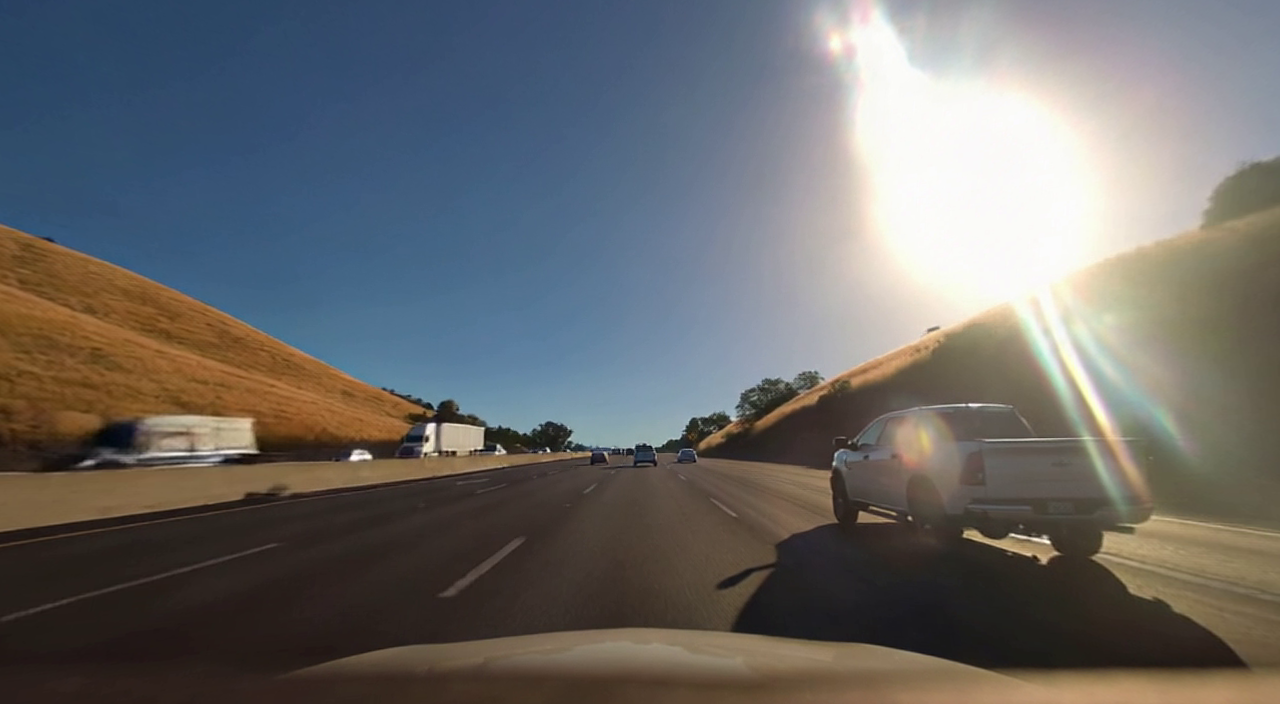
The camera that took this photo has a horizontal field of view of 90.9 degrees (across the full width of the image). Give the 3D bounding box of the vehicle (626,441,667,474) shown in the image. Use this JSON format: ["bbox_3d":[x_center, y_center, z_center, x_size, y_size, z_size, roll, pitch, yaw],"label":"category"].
[{"bbox_3d":[0.331,5.711,34.461,2.086,1.685,4.206,0,-8,0],"label":"vehicle"}]

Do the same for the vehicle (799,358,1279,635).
[{"bbox_3d":[4.041,1.456,7.530,2.700,1.980,5.866,0,-8,0],"label":"vehicle"}]

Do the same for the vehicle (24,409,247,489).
[{"bbox_3d":[-16.153,3.186,20.873,2.233,2.227,6.034,0,-8,1],"label":"vehicle"}]
